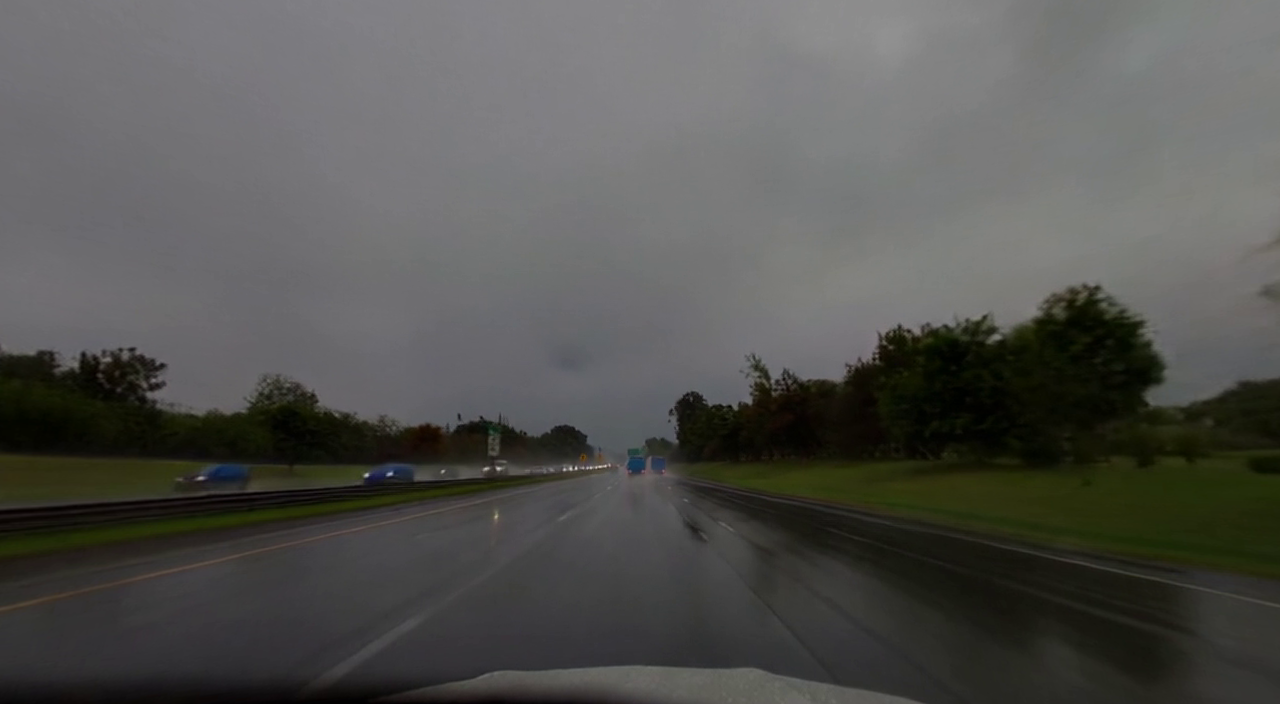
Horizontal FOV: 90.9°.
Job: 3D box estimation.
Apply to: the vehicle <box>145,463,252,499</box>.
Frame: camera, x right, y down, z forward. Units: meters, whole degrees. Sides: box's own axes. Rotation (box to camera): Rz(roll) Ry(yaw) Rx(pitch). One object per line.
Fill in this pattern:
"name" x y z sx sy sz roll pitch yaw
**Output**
"vehicle" -20.396 5.960 29.359 1.912 1.481 4.203 1 -10 0
